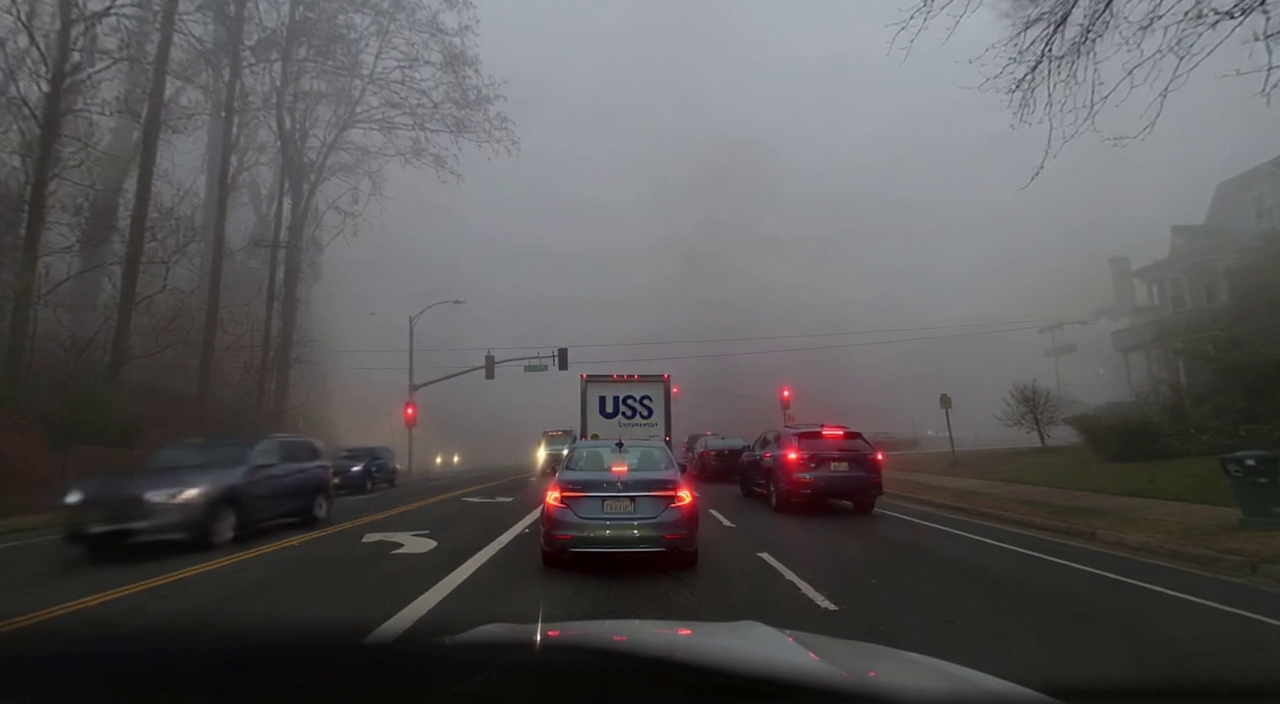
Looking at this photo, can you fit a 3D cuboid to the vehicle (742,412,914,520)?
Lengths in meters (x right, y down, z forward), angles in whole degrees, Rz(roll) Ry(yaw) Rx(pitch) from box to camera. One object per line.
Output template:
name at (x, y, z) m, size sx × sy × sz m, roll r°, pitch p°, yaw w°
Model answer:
vehicle at (3.598, 2.295, 13.191) m, size 2.145 × 1.847 × 4.524 m, roll 0°, pitch -8°, yaw -1°

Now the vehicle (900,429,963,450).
vehicle at (21.401, 6.465, 46.437) m, size 3.880 × 1.447 × 1.778 m, roll 2°, pitch -9°, yaw -15°

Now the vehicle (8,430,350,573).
vehicle at (-6.351, 2.053, 9.505) m, size 1.962 × 1.640 × 4.161 m, roll 0°, pitch -8°, yaw 0°

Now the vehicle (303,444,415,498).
vehicle at (-9.732, 4.110, 22.324) m, size 1.857 × 1.682 × 4.393 m, roll 0°, pitch -8°, yaw 0°

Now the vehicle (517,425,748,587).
vehicle at (-0.126, 1.738, 8.033) m, size 2.135 × 1.483 × 4.207 m, roll 0°, pitch -8°, yaw -2°
